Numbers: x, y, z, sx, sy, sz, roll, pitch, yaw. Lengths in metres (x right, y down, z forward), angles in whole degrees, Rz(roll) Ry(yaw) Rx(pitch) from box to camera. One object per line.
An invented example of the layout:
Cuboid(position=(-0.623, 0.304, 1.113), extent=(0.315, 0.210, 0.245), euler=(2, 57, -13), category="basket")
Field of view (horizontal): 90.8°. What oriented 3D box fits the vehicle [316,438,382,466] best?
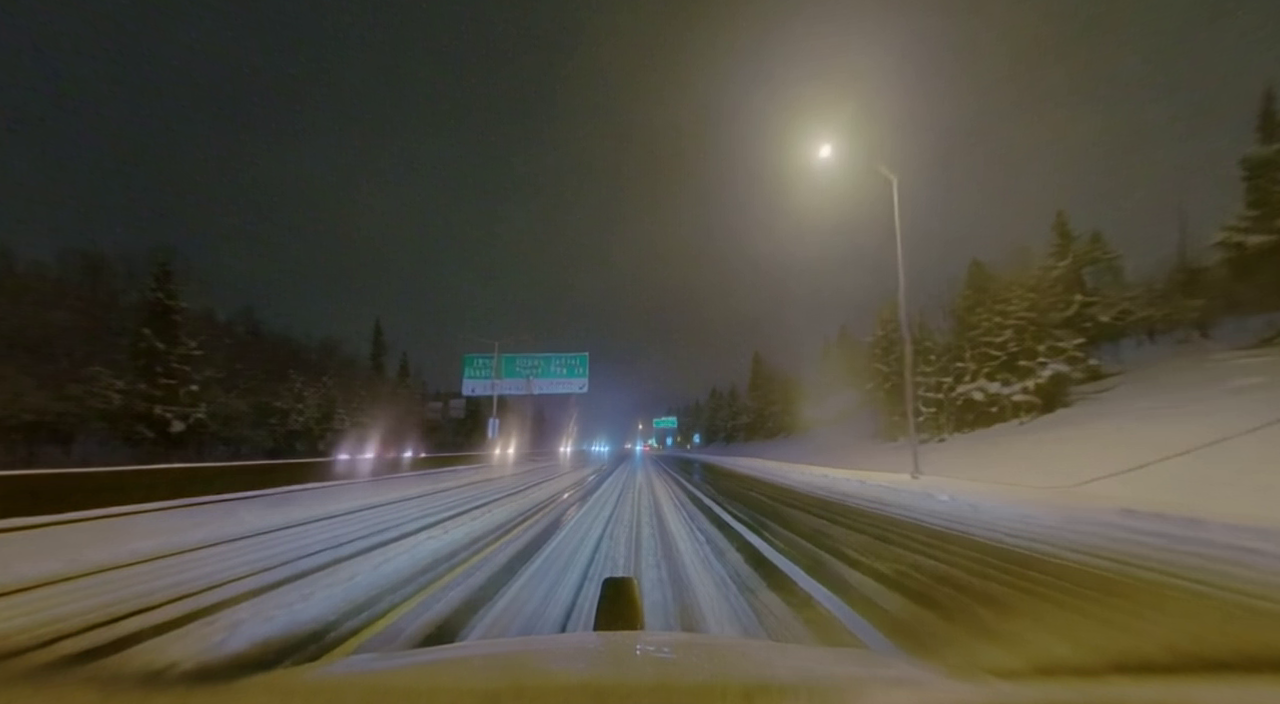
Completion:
Cuboid(position=(-17.442, 5.995, 38.067), extent=(1.861, 1.565, 4.374), euler=(0, -8, 0), category="vehicle")
